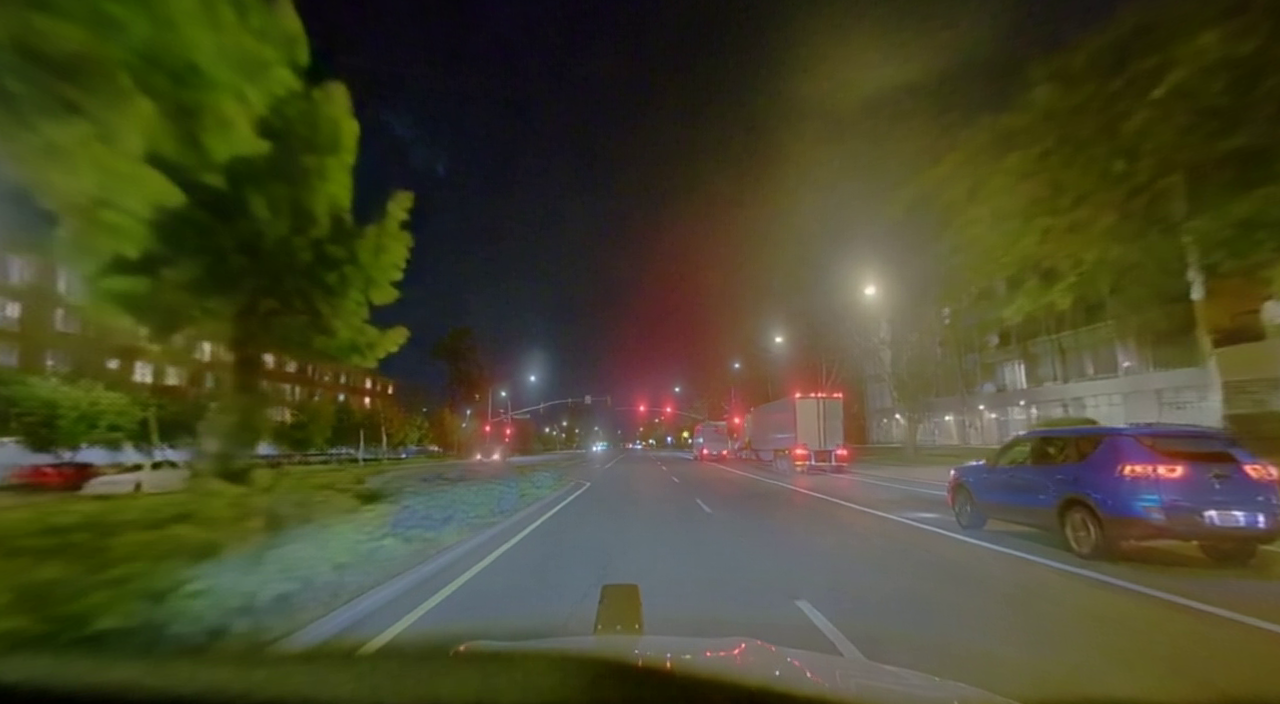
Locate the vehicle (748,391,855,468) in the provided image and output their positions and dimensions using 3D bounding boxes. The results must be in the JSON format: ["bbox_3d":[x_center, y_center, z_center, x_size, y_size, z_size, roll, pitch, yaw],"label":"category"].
[{"bbox_3d":[10.282,5.454,43.047,2.975,4.201,17.050,0,-8,0],"label":"vehicle"}]

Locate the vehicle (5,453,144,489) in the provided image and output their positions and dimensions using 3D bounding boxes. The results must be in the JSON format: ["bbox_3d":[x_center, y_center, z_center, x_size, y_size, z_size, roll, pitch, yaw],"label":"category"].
[{"bbox_3d":[-24.957,5.246,27.973,4.461,1.452,1.855,-1,-8,3],"label":"vehicle"}]

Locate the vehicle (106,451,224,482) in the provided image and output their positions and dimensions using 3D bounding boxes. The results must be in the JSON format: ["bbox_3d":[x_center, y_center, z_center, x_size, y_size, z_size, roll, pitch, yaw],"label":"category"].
[{"bbox_3d":[-24.749,5.969,33.032,4.499,1.507,1.978,0,-8,0],"label":"vehicle"}]

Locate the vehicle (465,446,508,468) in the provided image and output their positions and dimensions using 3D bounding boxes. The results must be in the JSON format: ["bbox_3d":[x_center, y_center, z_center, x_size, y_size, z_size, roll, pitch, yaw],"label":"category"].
[{"bbox_3d":[-11.189,7.648,46.419,1.954,1.496,4.590,-1,-8,1],"label":"vehicle"}]

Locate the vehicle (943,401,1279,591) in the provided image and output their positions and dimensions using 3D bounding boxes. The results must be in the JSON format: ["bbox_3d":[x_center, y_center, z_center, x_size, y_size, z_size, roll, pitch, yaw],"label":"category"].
[{"bbox_3d":[6.167,1.684,8.285,2.012,1.754,4.635,0,-8,-1],"label":"vehicle"}]
